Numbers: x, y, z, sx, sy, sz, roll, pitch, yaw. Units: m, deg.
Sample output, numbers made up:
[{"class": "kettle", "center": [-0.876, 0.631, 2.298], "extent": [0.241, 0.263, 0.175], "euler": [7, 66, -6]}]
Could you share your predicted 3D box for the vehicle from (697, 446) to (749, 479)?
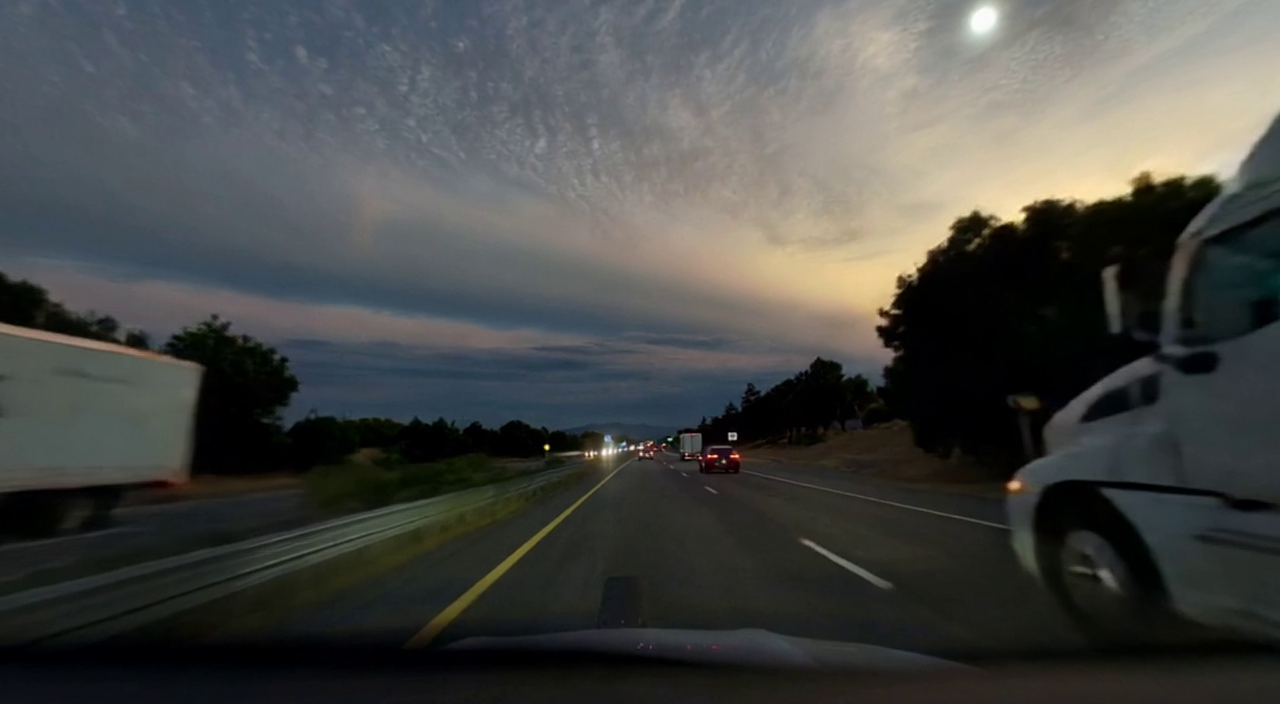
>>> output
[{"class": "vehicle", "center": [4.139, 5.557, 32.012], "extent": [2.043, 1.542, 3.881], "euler": [0, -9, -1]}]

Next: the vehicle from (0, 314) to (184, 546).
[{"class": "vehicle", "center": [-13.003, 1.015, 8.833], "extent": [2.898, 4.144, 13.929], "euler": [0, -9, -1]}]

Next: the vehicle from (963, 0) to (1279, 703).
[{"class": "vehicle", "center": [4.521, -0.243, 2.552], "extent": [3.017, 3.908, 5.973], "euler": [0, -9, -1]}]
